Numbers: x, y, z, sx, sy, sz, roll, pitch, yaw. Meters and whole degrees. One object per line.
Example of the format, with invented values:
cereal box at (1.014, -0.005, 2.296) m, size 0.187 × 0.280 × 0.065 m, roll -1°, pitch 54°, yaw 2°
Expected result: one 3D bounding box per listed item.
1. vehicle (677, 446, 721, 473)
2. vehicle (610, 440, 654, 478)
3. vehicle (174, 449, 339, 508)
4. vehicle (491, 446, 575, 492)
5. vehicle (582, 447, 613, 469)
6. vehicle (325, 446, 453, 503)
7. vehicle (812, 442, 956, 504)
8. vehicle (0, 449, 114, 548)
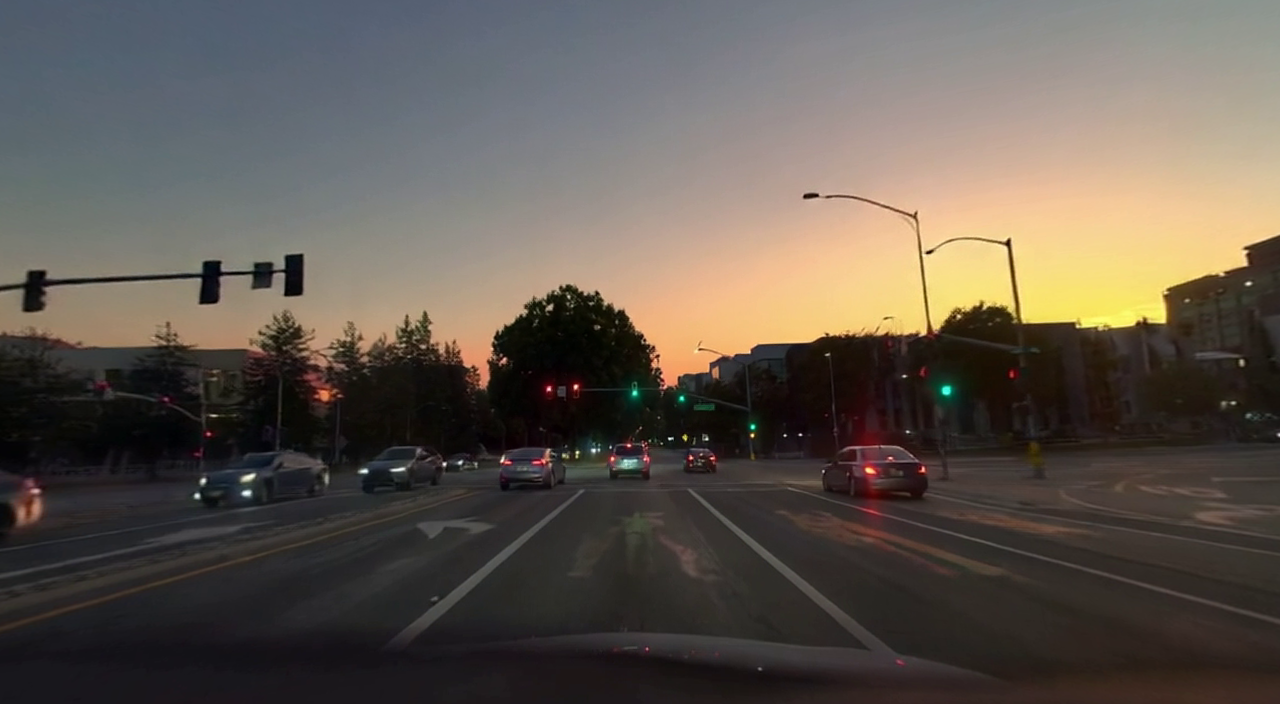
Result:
vehicle at (3.349, 6.210, 36.735) m, size 2.014 × 1.430 × 4.103 m, roll 0°, pitch -8°, yaw -2°
vehicle at (-0.349, 5.222, 31.048) m, size 2.008 × 1.716 × 4.125 m, roll 0°, pitch -8°, yaw 0°
vehicle at (-10.955, 3.604, 18.500) m, size 2.047 × 1.479 × 4.228 m, roll -1°, pitch -8°, yaw 2°
vehicle at (-3.702, 4.124, 22.732) m, size 2.163 × 1.474 × 4.413 m, roll 0°, pitch -8°, yaw 2°
vehicle at (-3.074, 7.756, 46.268) m, size 2.002 × 1.502 × 4.057 m, roll 0°, pitch -8°, yaw 0°
vehicle at (-7.423, 3.628, 19.279) m, size 2.013 × 1.488 × 4.596 m, roll 0°, pitch -8°, yaw 0°
vehicle at (6.442, 3.225, 17.355) m, size 2.028 × 1.451 × 4.625 m, roll 0°, pitch -8°, yaw -1°
vehicle at (-10.713, 2.197, 9.358) m, size 1.924 × 1.479 × 4.508 m, roll 0°, pitch -8°, yaw 0°
